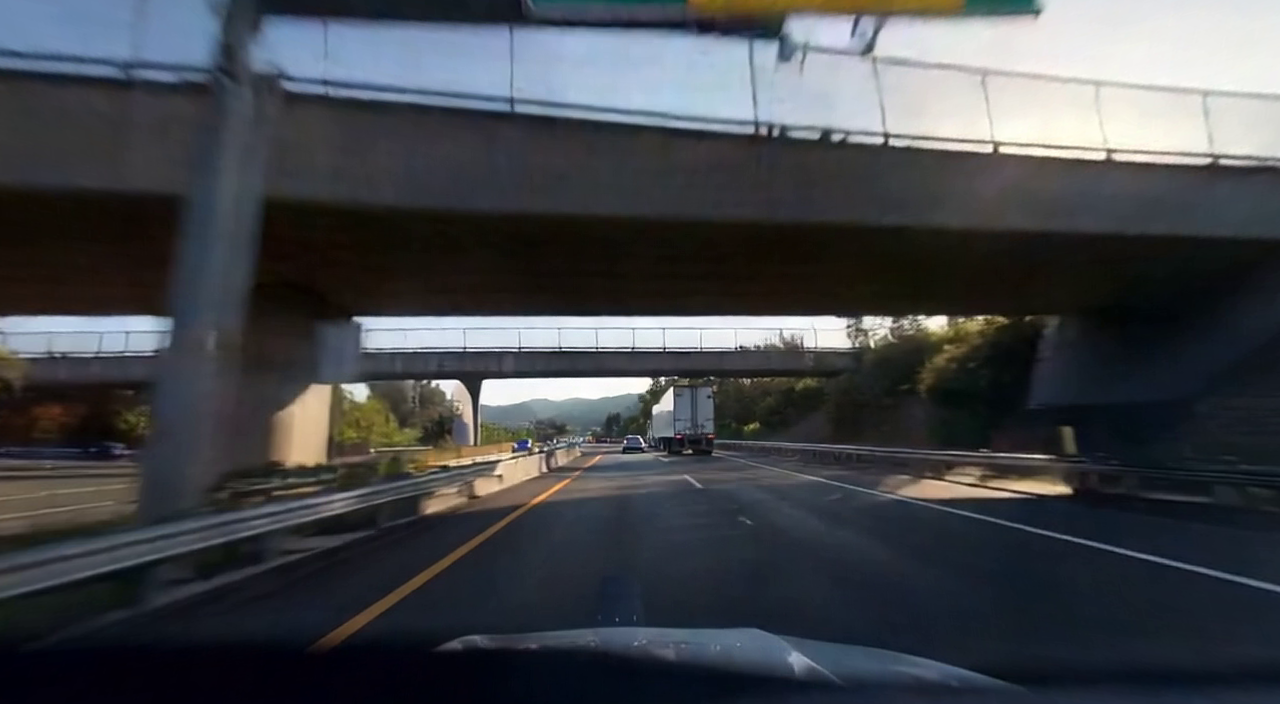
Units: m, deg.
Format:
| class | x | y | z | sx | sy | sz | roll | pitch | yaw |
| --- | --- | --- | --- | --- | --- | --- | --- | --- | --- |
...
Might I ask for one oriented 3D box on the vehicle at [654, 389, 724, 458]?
| class | x | y | z | sx | sy | sz | roll | pitch | yaw |
| --- | --- | --- | --- | --- | --- | --- | --- | --- | --- |
| vehicle | 3.055 | 5.237 | 44.949 | 3.376 | 4.017 | 16.232 | 0 | -8 | -1 |
